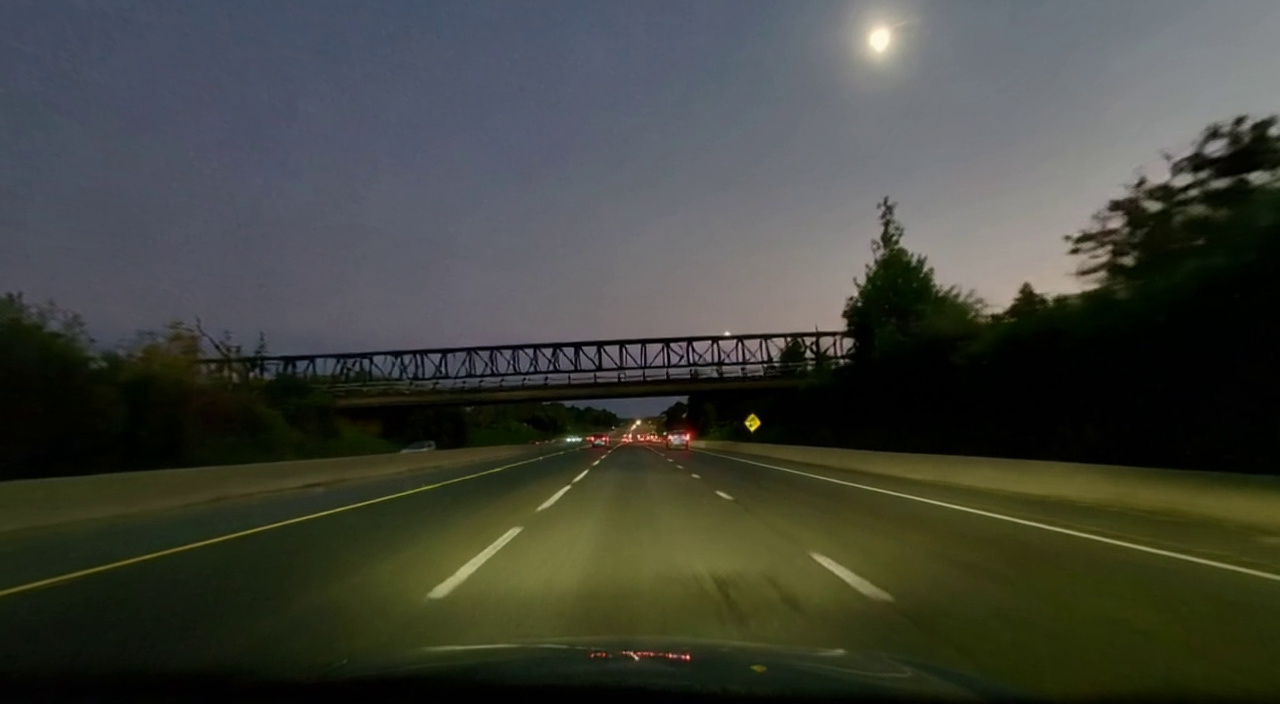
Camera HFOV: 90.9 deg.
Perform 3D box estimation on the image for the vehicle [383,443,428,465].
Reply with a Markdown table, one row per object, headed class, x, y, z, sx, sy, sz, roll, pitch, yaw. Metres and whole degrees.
| class | x | y | z | sx | sy | sz | roll | pitch | yaw |
| --- | --- | --- | --- | --- | --- | --- | --- | --- | --- |
| vehicle | -17.188 | 7.460 | 46.378 | 1.796 | 1.521 | 4.008 | 0 | -8 | -1 |
